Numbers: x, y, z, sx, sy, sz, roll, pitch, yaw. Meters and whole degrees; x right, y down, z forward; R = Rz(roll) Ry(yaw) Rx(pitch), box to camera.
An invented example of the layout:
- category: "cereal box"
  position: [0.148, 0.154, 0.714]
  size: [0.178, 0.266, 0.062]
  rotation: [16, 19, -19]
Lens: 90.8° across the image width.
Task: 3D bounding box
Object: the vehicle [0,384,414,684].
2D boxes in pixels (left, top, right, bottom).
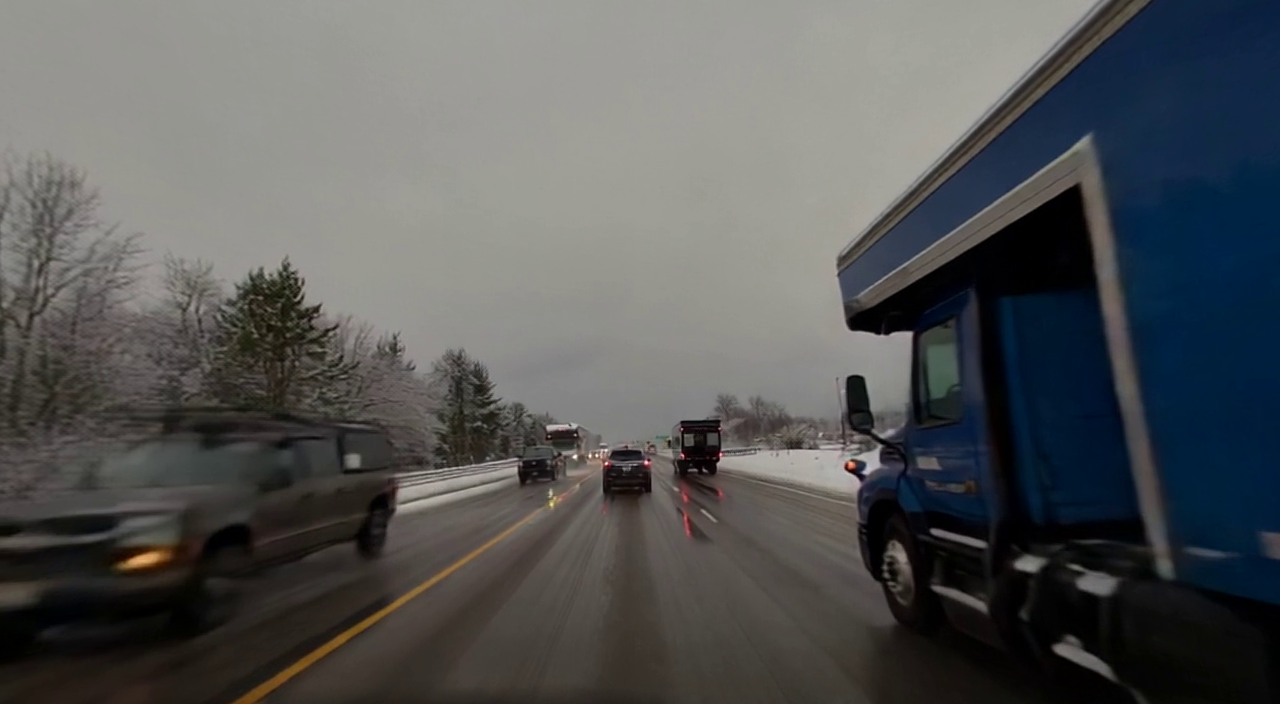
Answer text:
- category: "vehicle"
  position: [-3.908, 1.383, 5.859]
  size: [1.986, 1.733, 4.209]
  rotation: [0, -9, 1]

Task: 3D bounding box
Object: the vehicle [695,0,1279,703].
- category: "vehicle"
  position: [2.973, 0.597, 8.792]
  size: [2.934, 4.123, 15.785]
  rotation: [0, -9, 0]

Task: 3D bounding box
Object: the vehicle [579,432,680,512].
- category: "vehicle"
  position: [-0.258, 2.960, 15.970]
  size: [2.201, 1.719, 4.058]
  rotation: [0, -9, -1]

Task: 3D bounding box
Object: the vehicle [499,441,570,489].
- category: "vehicle"
  position: [-4.048, 4.409, 24.914]
  size: [2.074, 1.717, 4.089]
  rotation: [0, -9, 1]
